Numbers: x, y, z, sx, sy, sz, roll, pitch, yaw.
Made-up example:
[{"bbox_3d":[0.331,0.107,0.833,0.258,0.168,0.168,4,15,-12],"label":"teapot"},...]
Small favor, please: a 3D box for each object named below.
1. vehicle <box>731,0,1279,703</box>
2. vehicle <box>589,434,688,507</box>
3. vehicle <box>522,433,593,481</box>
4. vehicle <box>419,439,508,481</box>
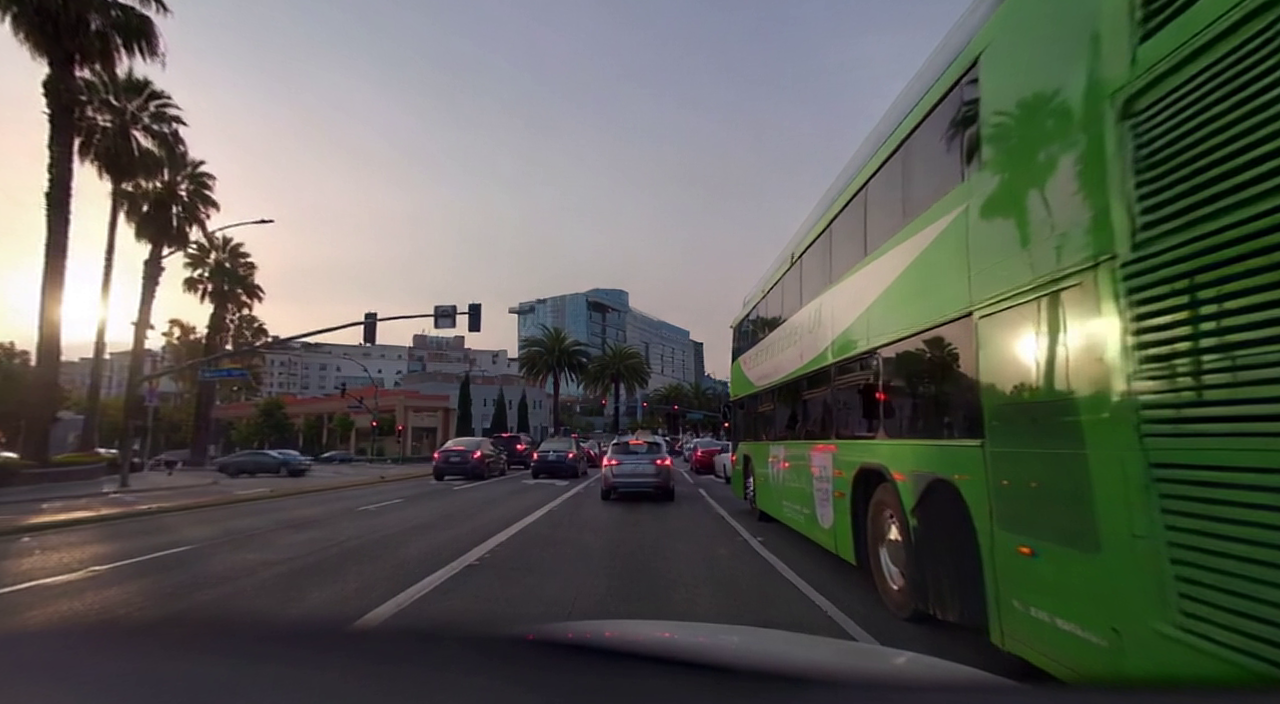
[{"bbox_3d":[3.579,0.395,7.820,2.970,4.015,13.606,0,-9,0],"label":"vehicle"},{"bbox_3d":[-0.021,2.762,15.111,2.060,1.499,3.831,0,-9,0],"label":"vehicle"},{"bbox_3d":[-3.146,4.110,25.004,2.020,1.721,4.366,-1,-9,2],"label":"vehicle"},{"bbox_3d":[-6.799,4.209,24.907,1.927,1.480,4.832,-1,-9,2],"label":"vehicle"}]
